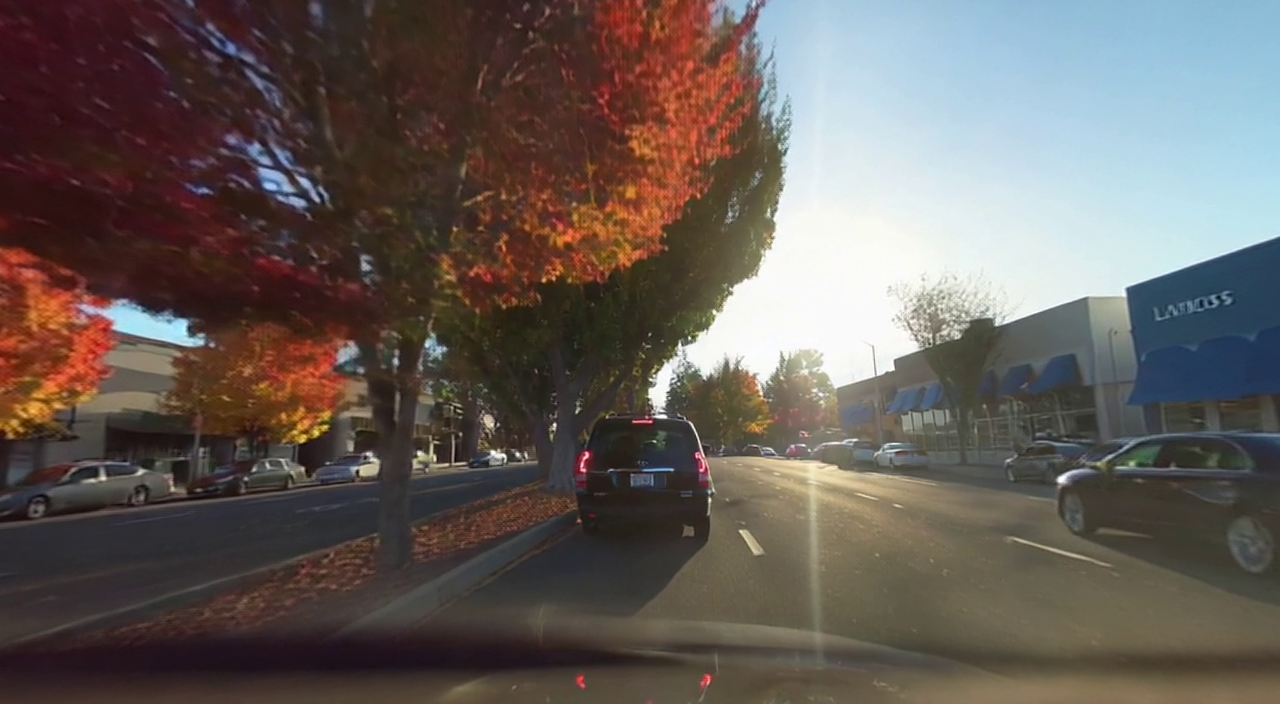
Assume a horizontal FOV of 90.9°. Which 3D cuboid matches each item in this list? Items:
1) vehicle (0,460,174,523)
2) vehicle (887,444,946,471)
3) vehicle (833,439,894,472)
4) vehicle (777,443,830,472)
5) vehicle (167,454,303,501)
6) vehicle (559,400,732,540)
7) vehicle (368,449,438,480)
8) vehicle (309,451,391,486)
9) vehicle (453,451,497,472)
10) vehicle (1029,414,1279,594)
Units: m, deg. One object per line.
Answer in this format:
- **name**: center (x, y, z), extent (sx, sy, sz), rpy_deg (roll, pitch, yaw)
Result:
- **vehicle**: center (-15.251, 3.648, 17.018), extent (1.797, 1.351, 4.300), rpy_deg (-1, -8, 5)
- **vehicle**: center (15.973, 6.102, 36.620), extent (1.916, 1.452, 3.811), rpy_deg (0, -9, 5)
- **vehicle**: center (12.645, 5.868, 35.993), extent (2.040, 1.738, 4.414), rpy_deg (0, -8, 2)
- **vehicle**: center (8.698, 5.630, 33.950), extent (1.886, 1.464, 4.290), rpy_deg (0, -8, 2)
- **vehicle**: center (-14.648, 4.522, 23.170), extent (1.877, 1.445, 4.436), rpy_deg (-1, -8, 3)
- **vehicle**: center (0.245, 1.934, 10.970), extent (2.344, 1.863, 4.665), rpy_deg (-1, -8, 4)
- **vehicle**: center (-13.688, 6.511, 36.828), extent (1.921, 1.621, 4.930), rpy_deg (-1, -8, 3)
- **vehicle**: center (-14.245, 5.698, 31.236), extent (1.947, 1.558, 4.065), rpy_deg (0, -8, 3)
- **vehicle**: center (-12.824, 8.554, 49.384), extent (1.995, 1.466, 4.580), rpy_deg (-1, -8, 3)
- **vehicle**: center (6.545, 1.489, 6.709), extent (1.928, 1.529, 4.917), rpy_deg (-1, -8, 4)
